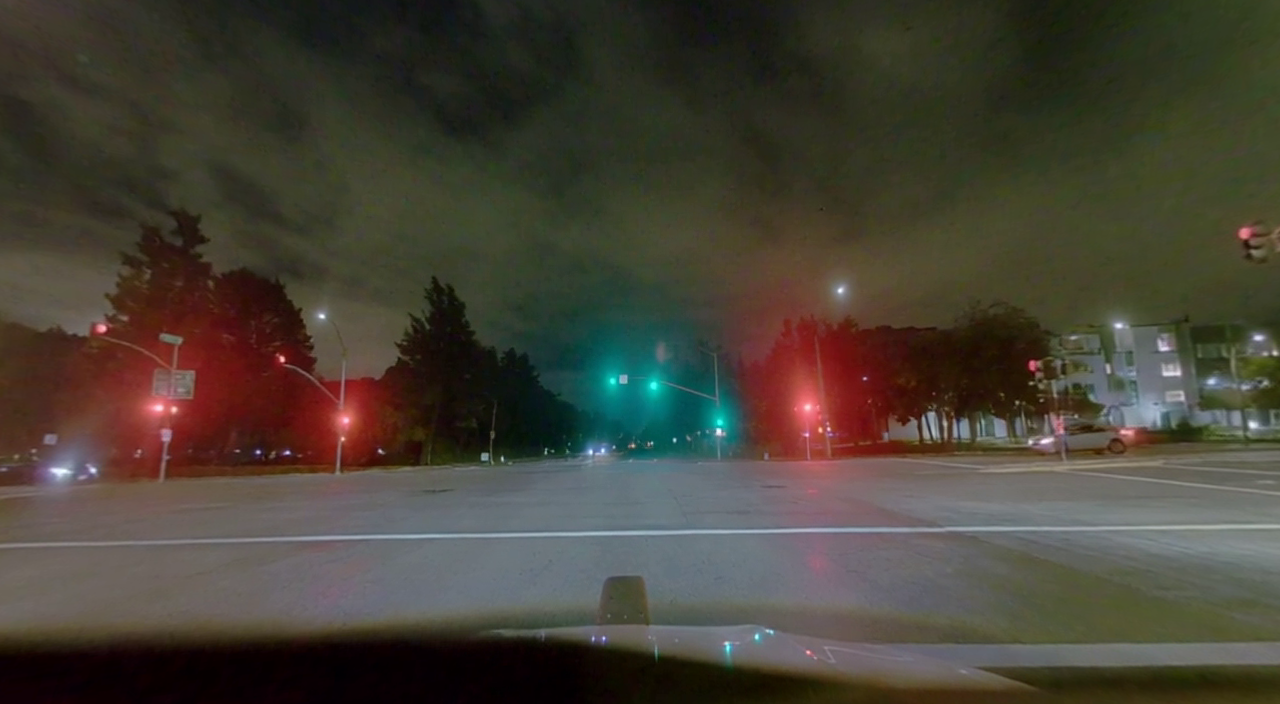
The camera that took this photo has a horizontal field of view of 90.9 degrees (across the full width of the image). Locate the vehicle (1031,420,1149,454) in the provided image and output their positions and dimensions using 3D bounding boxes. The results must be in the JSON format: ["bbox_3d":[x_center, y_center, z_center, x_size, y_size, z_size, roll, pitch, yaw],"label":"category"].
[{"bbox_3d":[23.050,4.377,32.396,4.483,1.691,1.949,0,-8,1],"label":"vehicle"}]

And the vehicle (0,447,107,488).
[{"bbox_3d":[-25.219,4.781,26.252,4.332,1.573,1.900,0,-8,3],"label":"vehicle"}]
